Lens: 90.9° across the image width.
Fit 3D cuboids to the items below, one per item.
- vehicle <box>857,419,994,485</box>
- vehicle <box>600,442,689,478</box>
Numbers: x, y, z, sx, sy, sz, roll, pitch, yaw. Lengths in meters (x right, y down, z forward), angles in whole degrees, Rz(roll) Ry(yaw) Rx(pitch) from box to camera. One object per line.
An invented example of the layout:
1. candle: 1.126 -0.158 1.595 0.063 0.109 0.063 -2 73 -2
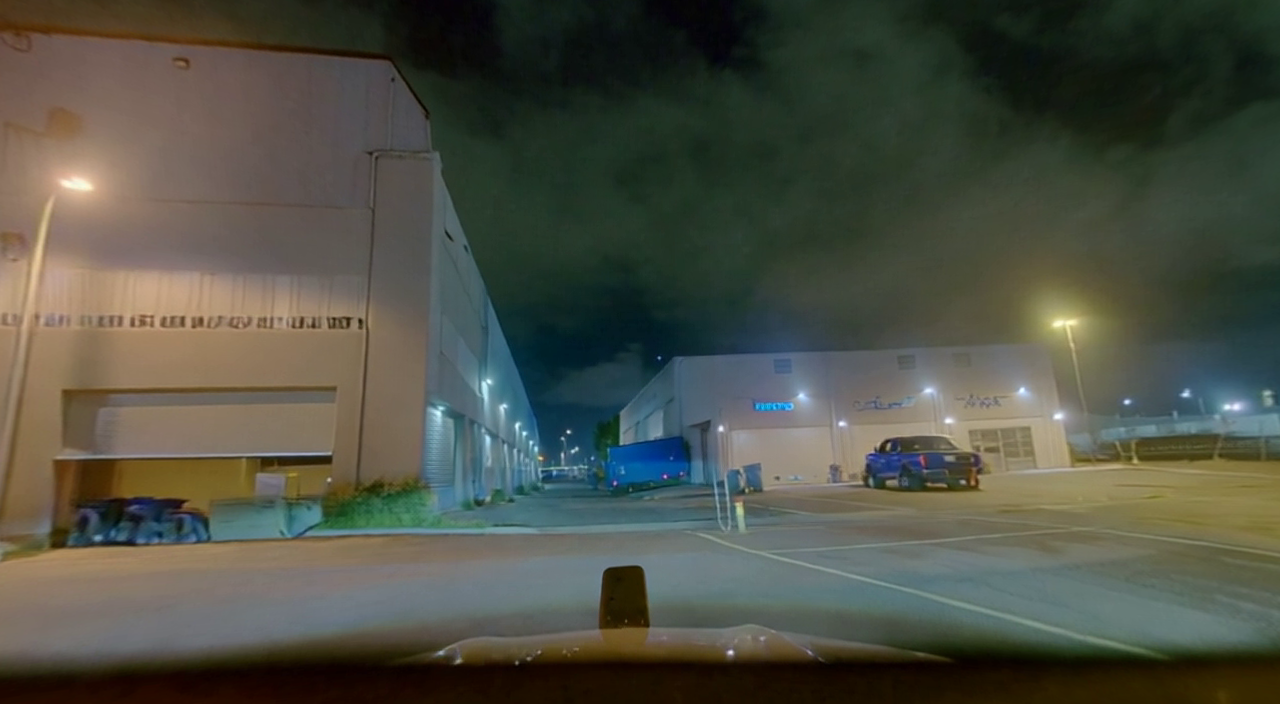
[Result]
1. vehicle: 14.113 4.957 31.120 6.271 3.004 2.298 4 -12 -24
2. vehicle: 0.258 6.716 39.260 5.207 2.103 1.997 1 -9 -11
